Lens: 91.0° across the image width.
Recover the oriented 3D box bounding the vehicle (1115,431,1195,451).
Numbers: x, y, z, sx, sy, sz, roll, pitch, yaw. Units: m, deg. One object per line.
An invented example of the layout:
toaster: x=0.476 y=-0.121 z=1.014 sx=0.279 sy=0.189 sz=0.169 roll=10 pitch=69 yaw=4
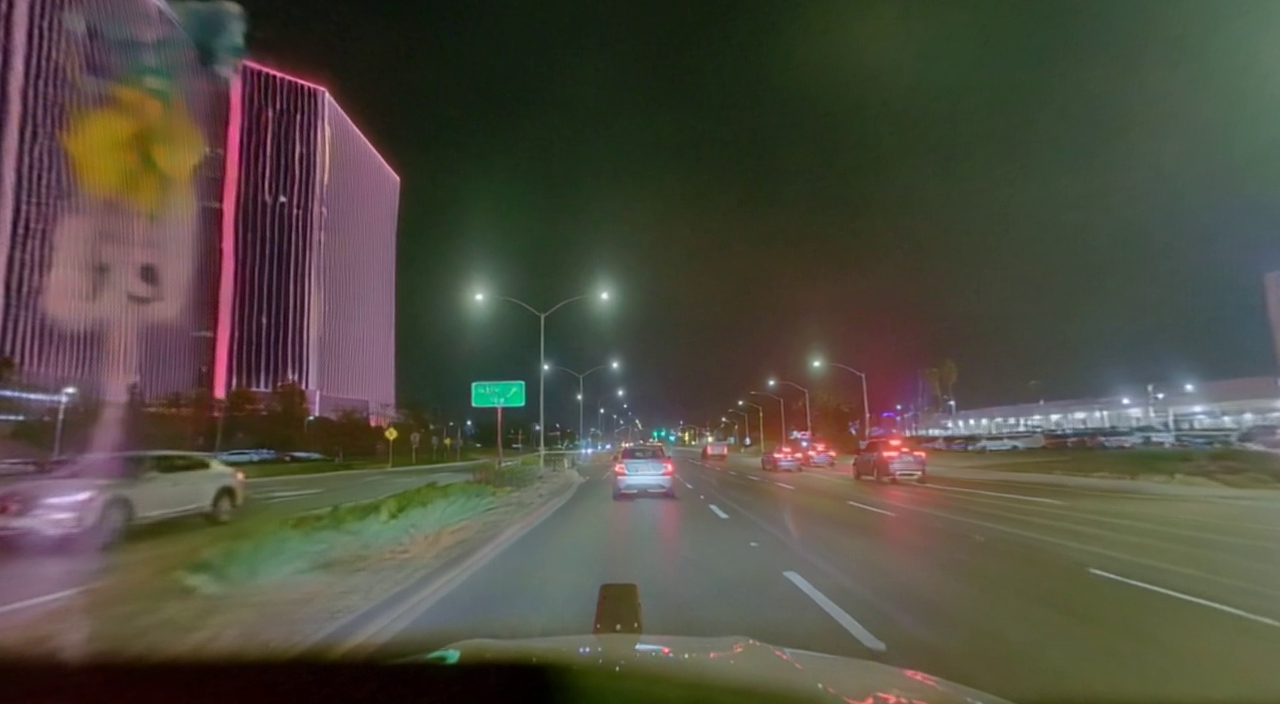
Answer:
vehicle: x=39.249 y=6.797 z=48.059 sx=4.345 sy=1.463 sz=1.933 roll=0 pitch=-8 yaw=2

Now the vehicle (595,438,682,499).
vehicle: x=-0.077 y=3.146 z=17.417 sx=2.126 sy=1.475 sz=3.967 roll=0 pitch=-8 yaw=-1

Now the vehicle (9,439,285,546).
vehicle: x=-9.048 y=2.526 z=12.165 sx=1.903 sy=1.476 sz=4.395 roll=-6 pitch=-8 yaw=-1
